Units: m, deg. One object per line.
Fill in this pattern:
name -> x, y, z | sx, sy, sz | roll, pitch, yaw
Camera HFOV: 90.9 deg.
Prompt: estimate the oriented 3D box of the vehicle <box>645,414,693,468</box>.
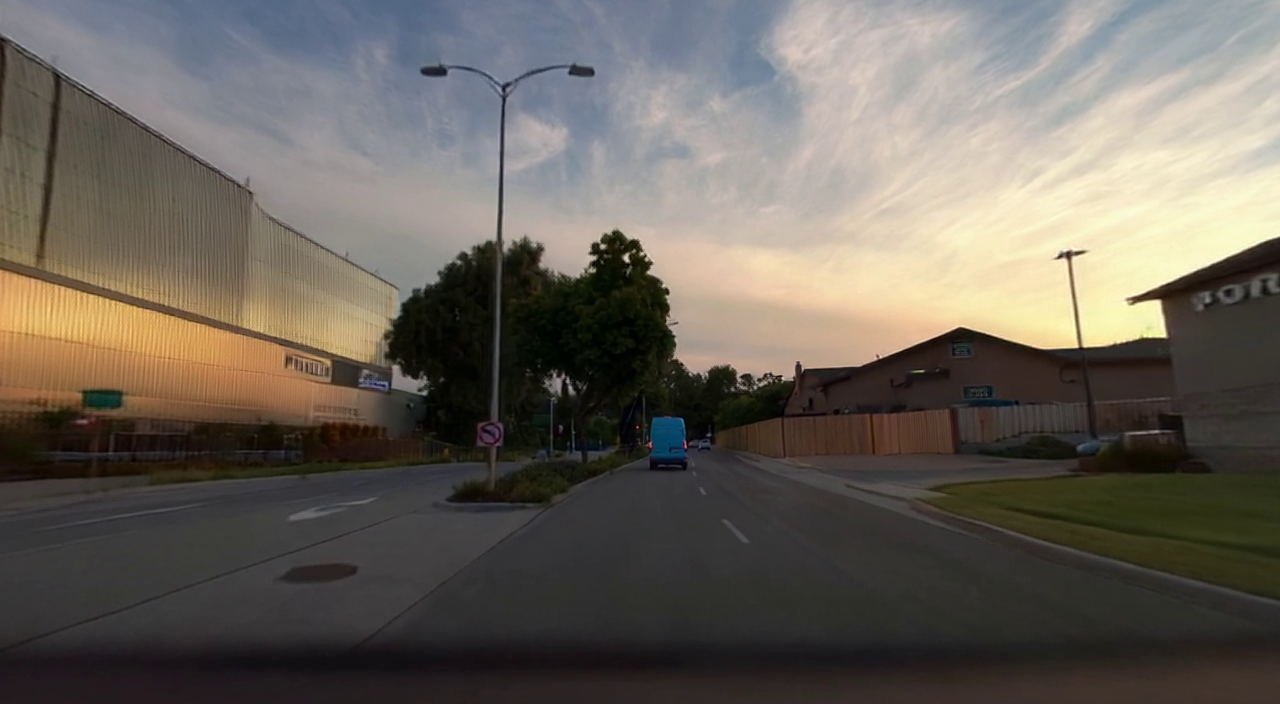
vehicle -> 1.763, 5.087, 36.054 | 2.435, 2.816, 5.232 | -1, -8, 6
